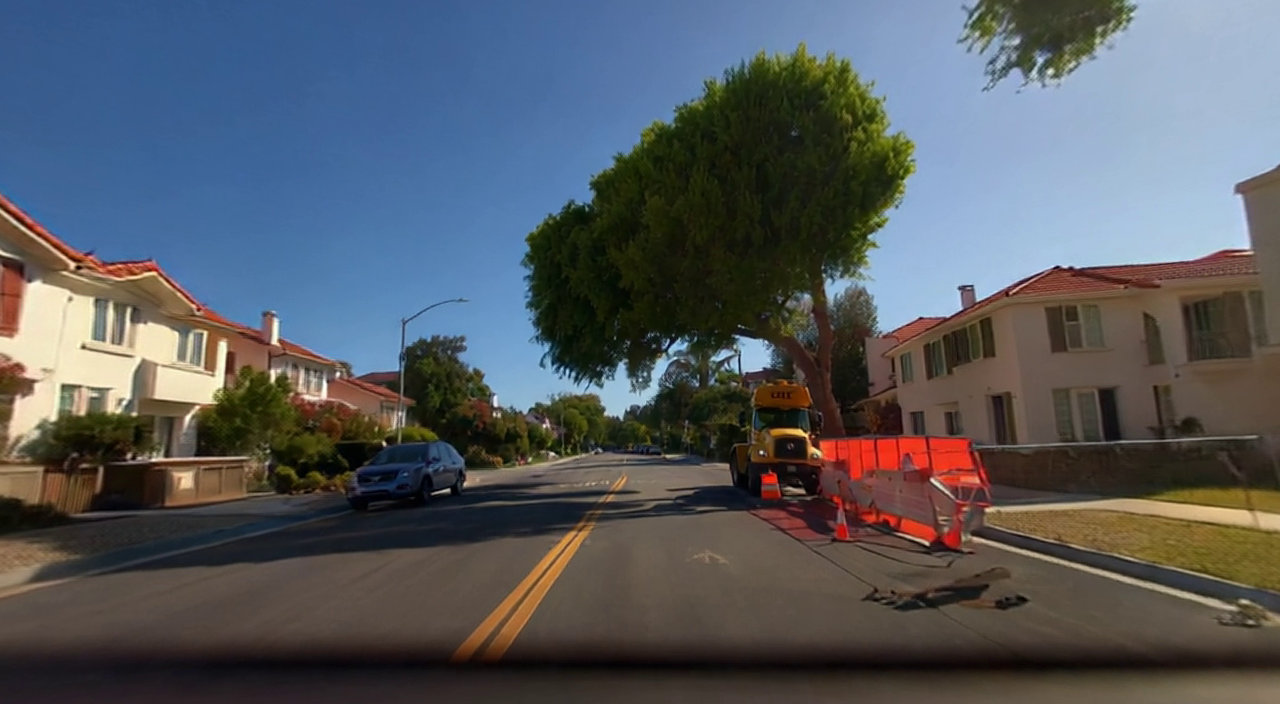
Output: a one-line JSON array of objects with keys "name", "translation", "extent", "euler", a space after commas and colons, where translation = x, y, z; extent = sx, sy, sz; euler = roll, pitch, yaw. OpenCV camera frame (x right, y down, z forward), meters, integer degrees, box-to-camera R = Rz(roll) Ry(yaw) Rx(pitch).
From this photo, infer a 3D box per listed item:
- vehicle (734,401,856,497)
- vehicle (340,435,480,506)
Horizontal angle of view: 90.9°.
[{"name": "vehicle", "translation": [4.567, 2.944, 19.237], "extent": [2.501, 2.613, 3.505], "euler": [1, -9, -5]}, {"name": "vehicle", "translation": [-6.473, 3.338, 18.469], "extent": [2.220, 1.765, 4.799], "euler": [-1, -8, 1]}]
